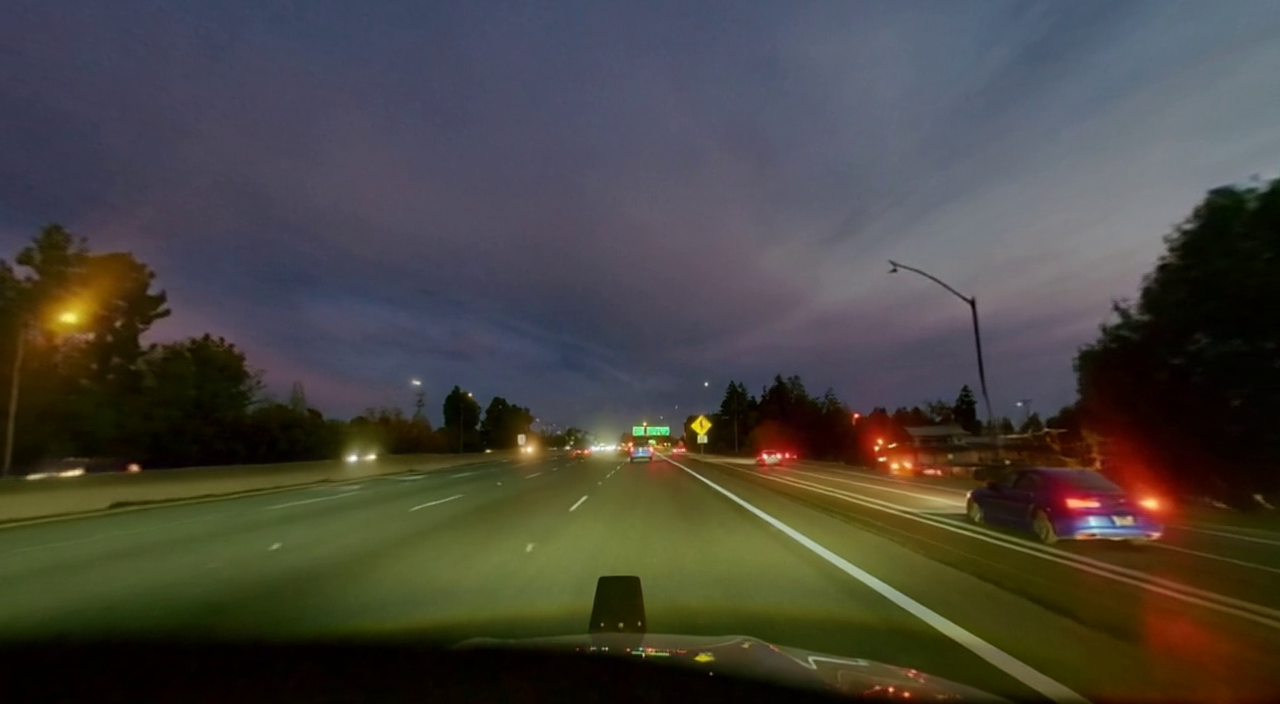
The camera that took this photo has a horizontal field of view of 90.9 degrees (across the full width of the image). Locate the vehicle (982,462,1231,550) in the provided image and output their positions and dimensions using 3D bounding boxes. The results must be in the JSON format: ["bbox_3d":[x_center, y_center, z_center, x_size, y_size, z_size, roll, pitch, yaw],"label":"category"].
[{"bbox_3d":[13.458,4.413,18.939,2.599,1.962,5.759,1,-8,-8],"label":"vehicle"}]

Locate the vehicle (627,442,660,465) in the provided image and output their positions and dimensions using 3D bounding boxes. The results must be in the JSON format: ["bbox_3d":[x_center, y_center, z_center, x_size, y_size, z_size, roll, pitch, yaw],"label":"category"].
[{"bbox_3d":[0.236,6.680,41.730,2.051,1.443,3.770,-1,-8,0],"label":"vehicle"}]

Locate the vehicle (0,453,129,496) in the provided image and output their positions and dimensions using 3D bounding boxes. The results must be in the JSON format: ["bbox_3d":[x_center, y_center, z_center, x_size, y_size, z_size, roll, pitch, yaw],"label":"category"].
[{"bbox_3d":[-26.402,5.521,28.791,1.994,1.635,4.924,-1,-8,0],"label":"vehicle"}]
